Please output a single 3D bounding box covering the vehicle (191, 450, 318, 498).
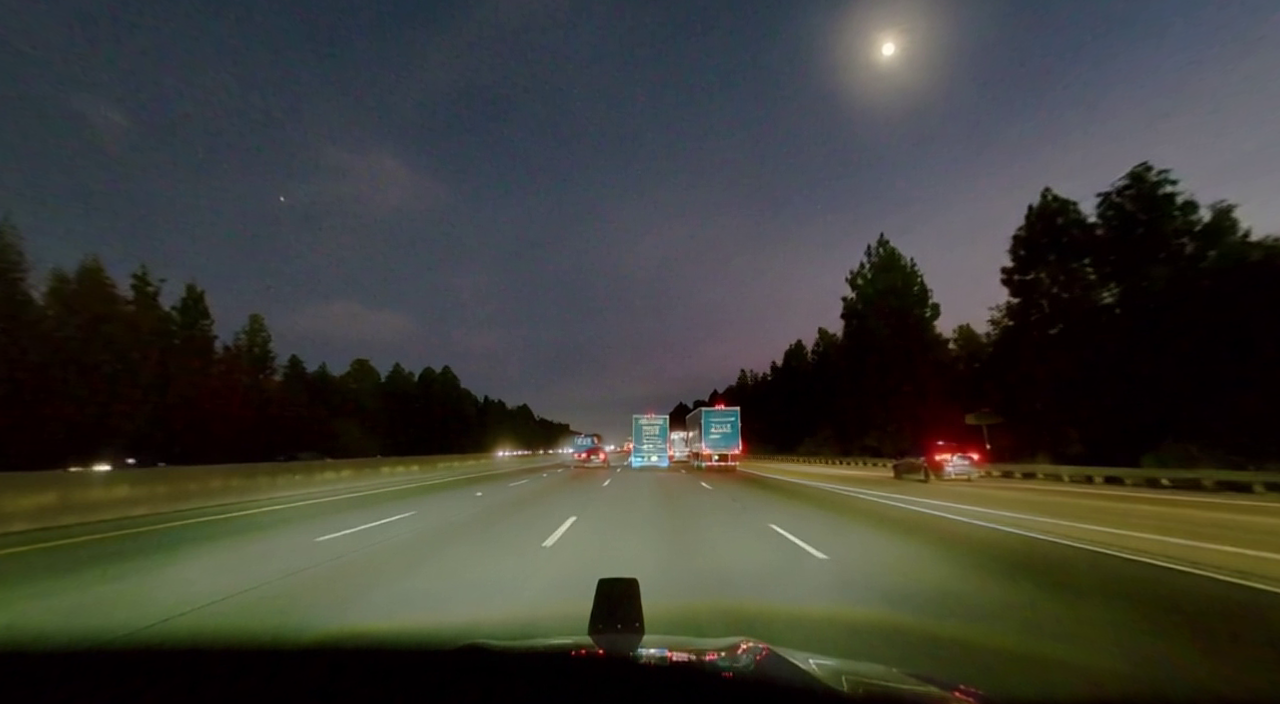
[{"bbox_3d":[-12.894,4.067,21.397,1.808,1.441,3.831,0,-9,1],"label":"vehicle"}]

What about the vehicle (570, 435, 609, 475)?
[{"bbox_3d":[-2.890,5.986,36.749,2.033,2.234,3.490,0,-9,0],"label":"vehicle"}]

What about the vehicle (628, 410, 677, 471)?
[{"bbox_3d":[0.774,6.666,47.034,3.201,4.019,10.918,0,-9,0],"label":"vehicle"}]

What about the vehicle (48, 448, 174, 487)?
[{"bbox_3d":[-23.512,5.136,28.281,1.920,1.591,4.250,0,-9,0],"label":"vehicle"}]

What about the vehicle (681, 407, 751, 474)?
[{"bbox_3d":[5.204,6.601,46.392,3.319,4.075,14.516,0,-9,0],"label":"vehicle"}]
